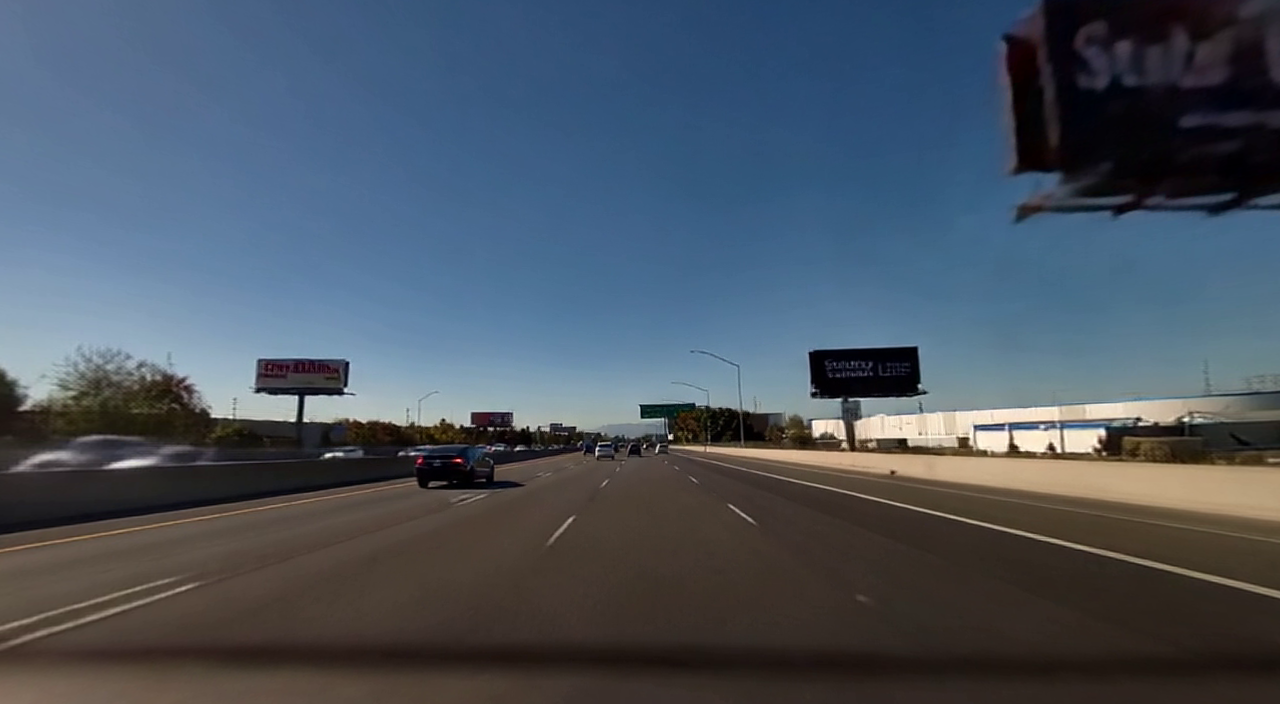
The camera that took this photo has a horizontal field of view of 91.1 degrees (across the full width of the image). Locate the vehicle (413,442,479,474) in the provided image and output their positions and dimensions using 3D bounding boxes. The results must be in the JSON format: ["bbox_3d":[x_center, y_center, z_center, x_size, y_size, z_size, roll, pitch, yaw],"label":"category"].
[{"bbox_3d":[-10.084,5.534,32.993,1.974,1.513,4.584,0,-9,0],"label":"vehicle"}]

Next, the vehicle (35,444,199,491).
[{"bbox_3d":[-18.657,4.107,22.748,1.857,1.533,4.696,0,-9,0],"label":"vehicle"}]
